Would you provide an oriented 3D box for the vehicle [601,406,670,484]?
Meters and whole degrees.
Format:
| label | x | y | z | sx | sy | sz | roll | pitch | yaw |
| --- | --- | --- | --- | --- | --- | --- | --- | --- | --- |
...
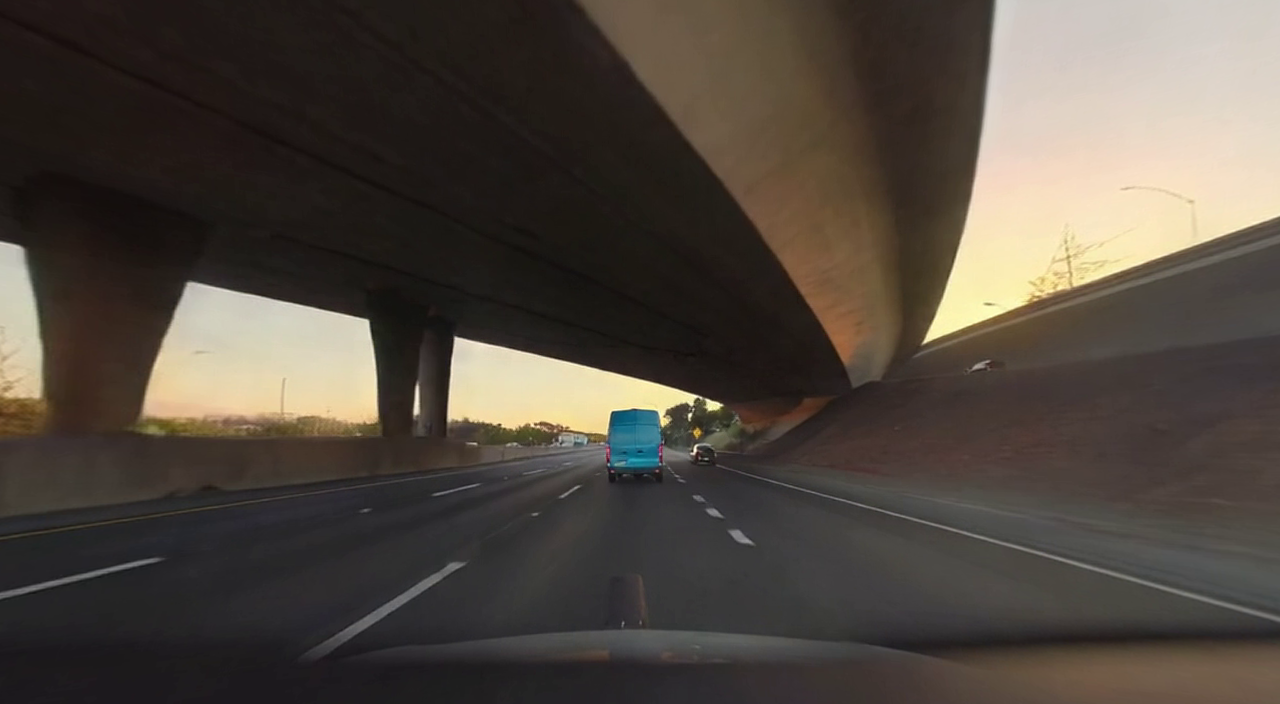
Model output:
| label | x | y | z | sx | sy | sz | roll | pitch | yaw |
| --- | --- | --- | --- | --- | --- | --- | --- | --- | --- |
| vehicle | -0.056 | 3.761 | 25.423 | 2.476 | 2.776 | 5.598 | 0 | -9 | 3 |

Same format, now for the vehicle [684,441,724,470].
| label | x | y | z | sx | sy | sz | roll | pitch | yaw |
| --- | --- | --- | --- | --- | --- | --- | --- | --- | --- |
| vehicle | 3.868 | 6.338 | 38.625 | 1.987 | 1.648 | 3.984 | 0 | -9 | 0 |
